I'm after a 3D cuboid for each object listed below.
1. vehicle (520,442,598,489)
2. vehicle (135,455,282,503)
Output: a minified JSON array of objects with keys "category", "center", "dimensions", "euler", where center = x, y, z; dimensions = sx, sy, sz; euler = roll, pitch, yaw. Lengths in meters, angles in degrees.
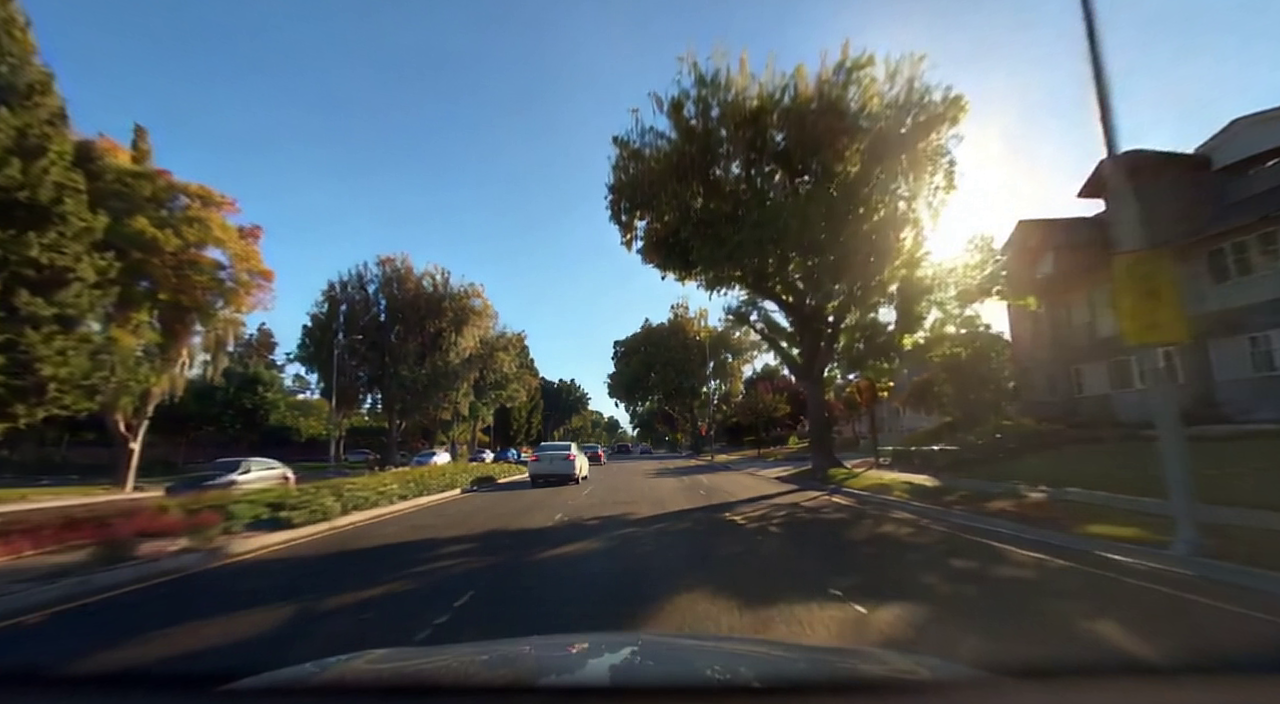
[{"category":"vehicle","center":[-2.803,4.058,22.902],"dimensions":[2.106,1.517,4.375],"euler":[-1,-9,2]},{"category":"vehicle","center":[-15.433,4.526,22.888],"dimensions":[1.948,1.492,4.536],"euler":[-1,-9,3]}]
